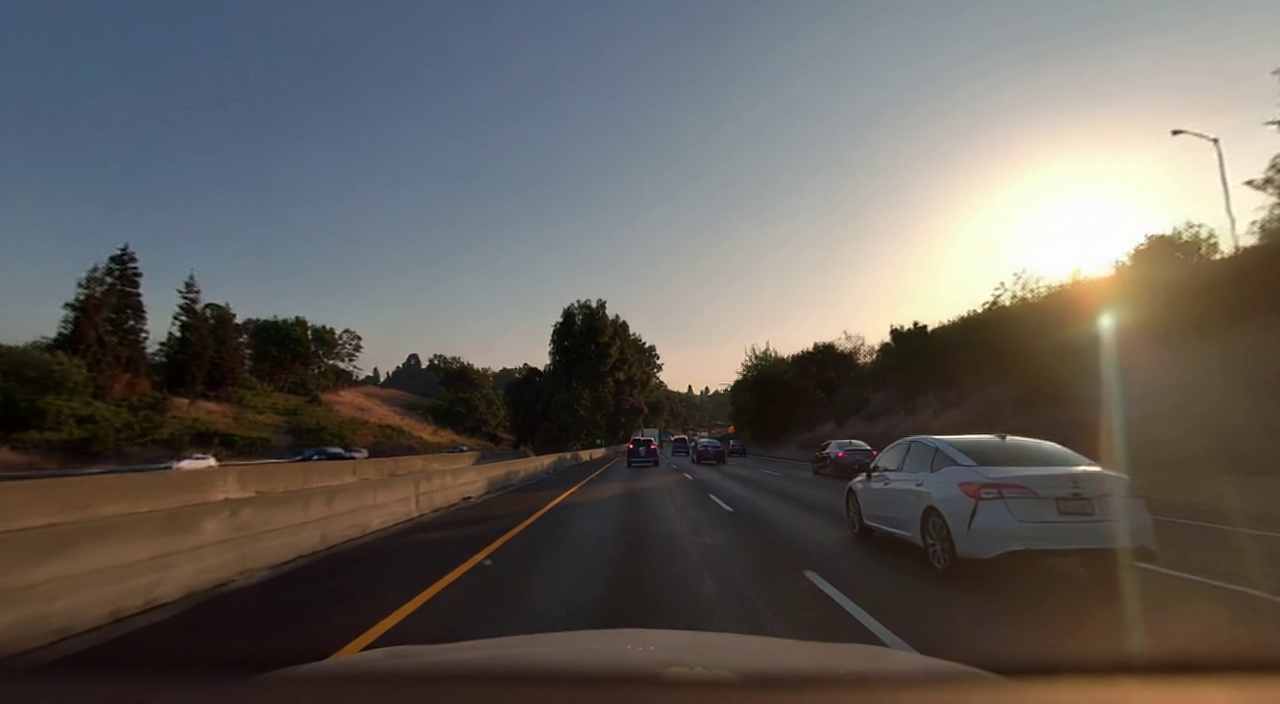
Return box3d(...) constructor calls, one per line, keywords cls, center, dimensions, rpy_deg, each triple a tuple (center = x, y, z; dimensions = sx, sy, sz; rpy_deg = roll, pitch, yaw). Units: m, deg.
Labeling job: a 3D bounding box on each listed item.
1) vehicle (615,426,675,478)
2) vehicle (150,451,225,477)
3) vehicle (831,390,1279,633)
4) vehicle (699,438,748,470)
box3d(cls="vehicle", center=(0.176, 3.973, 25.250), dimensions=(2.189, 1.852, 4.038), rpy_deg=(0, -8, 0))
box3d(cls="vehicle", center=(-31.377, 7.760, 43.927), dimensions=(1.793, 1.581, 4.692), rpy_deg=(0, -8, 0))
box3d(cls="vehicle", center=(3.712, 1.418, 6.642), dimensions=(2.003, 1.661, 4.418), rpy_deg=(0, -8, 0))
box3d(cls="vehicle", center=(4.175, 5.153, 32.085), dimensions=(1.825, 1.487, 4.034), rpy_deg=(0, -8, -1))
